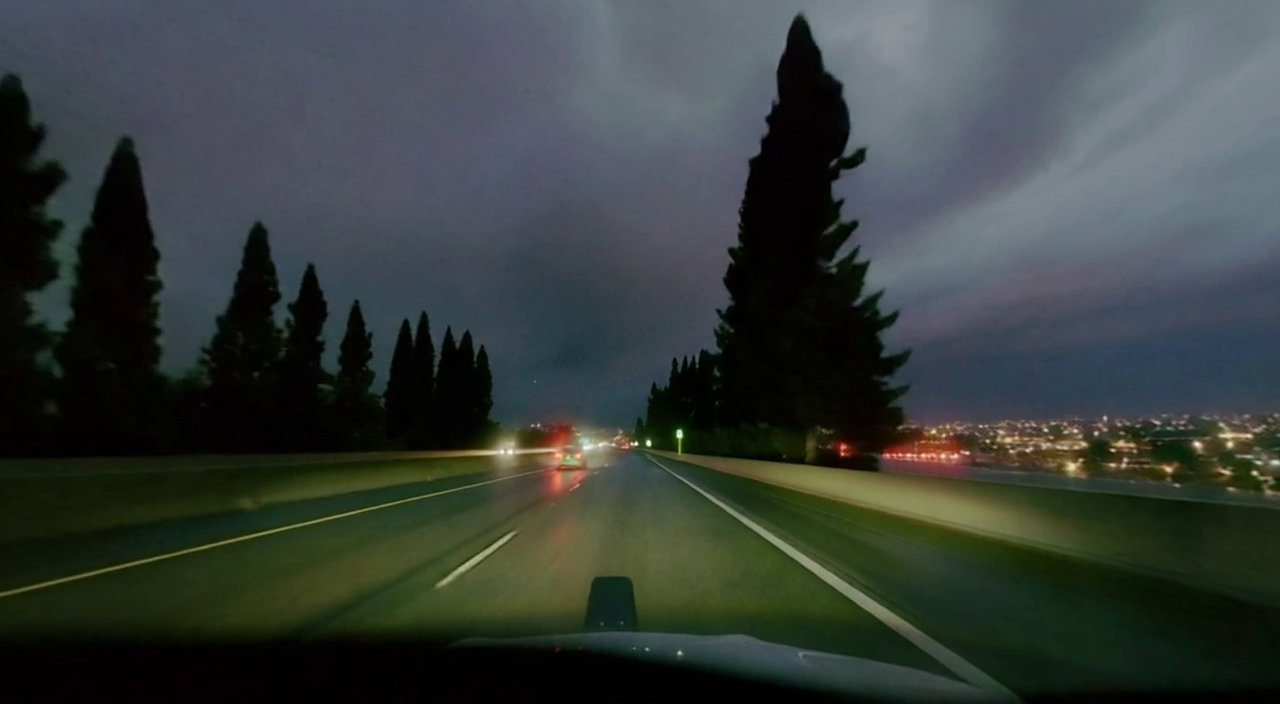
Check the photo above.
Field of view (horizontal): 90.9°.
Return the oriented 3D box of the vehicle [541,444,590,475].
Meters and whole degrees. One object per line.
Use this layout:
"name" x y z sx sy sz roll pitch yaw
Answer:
"vehicle" -3.950 5.785 34.052 2.083 1.560 4.713 0 -9 0
